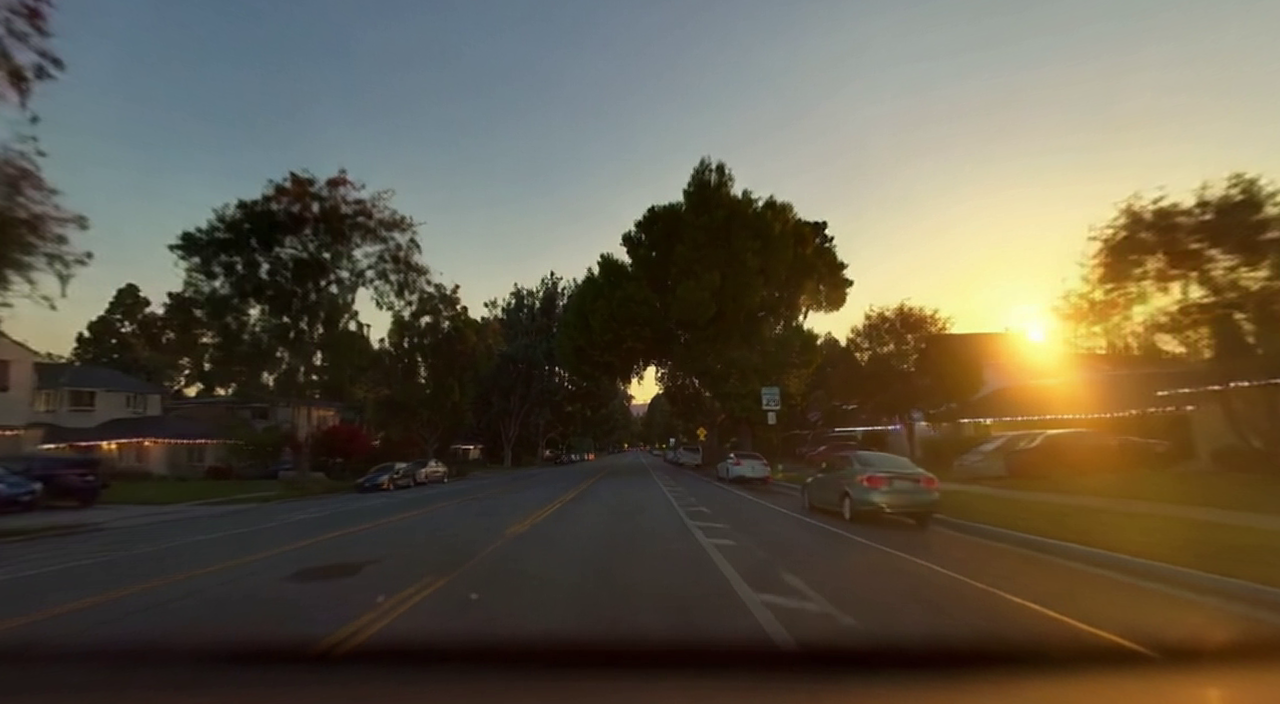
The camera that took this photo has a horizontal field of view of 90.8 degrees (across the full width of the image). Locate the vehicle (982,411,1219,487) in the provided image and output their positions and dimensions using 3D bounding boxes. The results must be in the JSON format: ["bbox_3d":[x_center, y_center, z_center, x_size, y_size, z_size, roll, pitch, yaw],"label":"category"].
[{"bbox_3d":[12.639,2.732,17.657,4.850,1.610,1.980,-5,-10,3],"label":"vehicle"}]

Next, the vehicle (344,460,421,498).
[{"bbox_3d":[-12.827,6.312,31.823,1.925,1.498,4.850,-4,-8,-1],"label":"vehicle"}]

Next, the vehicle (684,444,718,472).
[{"bbox_3d":[4.214,7.431,44.556,2.074,1.838,5.402,0,-8,2],"label":"vehicle"}]

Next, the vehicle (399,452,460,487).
[{"bbox_3d":[-12.796,7.180,38.766,2.075,1.917,4.984,-1,-10,0],"label":"vehicle"}]

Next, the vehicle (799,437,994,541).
[{"bbox_3d":[4.686,2.602,12.533,1.934,1.546,5.009,2,-10,2],"label":"vehicle"}]

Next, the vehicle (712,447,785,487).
[{"bbox_3d":[4.520,4.859,27.109,2.035,1.498,4.910,-1,-9,-3],"label":"vehicle"}]

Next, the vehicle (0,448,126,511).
[{"bbox_3d":[-21.360,4.344,21.912,5.005,1.796,2.268,3,-9,3],"label":"vehicle"}]
